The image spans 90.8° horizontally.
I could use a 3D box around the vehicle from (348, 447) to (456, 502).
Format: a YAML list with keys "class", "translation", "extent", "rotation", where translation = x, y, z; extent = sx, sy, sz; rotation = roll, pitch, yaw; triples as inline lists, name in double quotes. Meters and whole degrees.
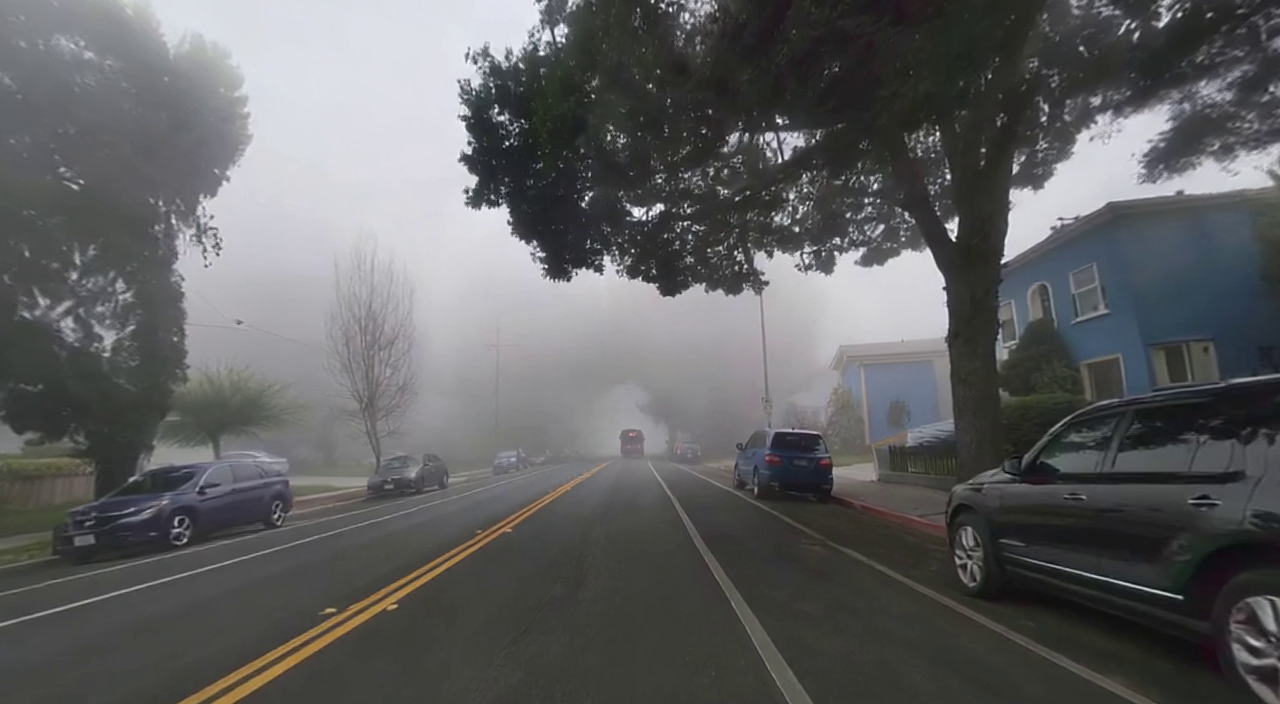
- class: "vehicle"
  translation: [-8.454, 4.334, 22.943]
  extent: [1.921, 1.494, 4.884]
  rotation: [-6, -8, 1]

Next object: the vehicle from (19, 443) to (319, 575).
- class: "vehicle"
  translation: [-8.462, 2.771, 12.148]
  extent: [1.989, 1.726, 5.129]
  rotation: [-7, -9, -2]

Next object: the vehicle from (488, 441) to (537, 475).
- class: "vehicle"
  translation: [-8.384, 6.991, 42.064]
  extent: [2.094, 1.840, 5.450]
  rotation: [-7, -8, -3]

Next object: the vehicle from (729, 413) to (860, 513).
- class: "vehicle"
  translation: [3.637, 2.673, 15.792]
  extent: [2.131, 1.995, 4.626]
  rotation: [3, -8, 1]

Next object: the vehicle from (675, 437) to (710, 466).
- class: "vehicle"
  translation: [3.811, 7.356, 46.804]
  extent: [2.060, 1.833, 4.927]
  rotation: [4, -9, 0]

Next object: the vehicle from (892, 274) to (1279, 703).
- class: "vehicle"
  translation: [3.690, 0.882, 3.046]
  extent: [2.556, 2.050, 6.021]
  rotation: [2, -8, 1]
